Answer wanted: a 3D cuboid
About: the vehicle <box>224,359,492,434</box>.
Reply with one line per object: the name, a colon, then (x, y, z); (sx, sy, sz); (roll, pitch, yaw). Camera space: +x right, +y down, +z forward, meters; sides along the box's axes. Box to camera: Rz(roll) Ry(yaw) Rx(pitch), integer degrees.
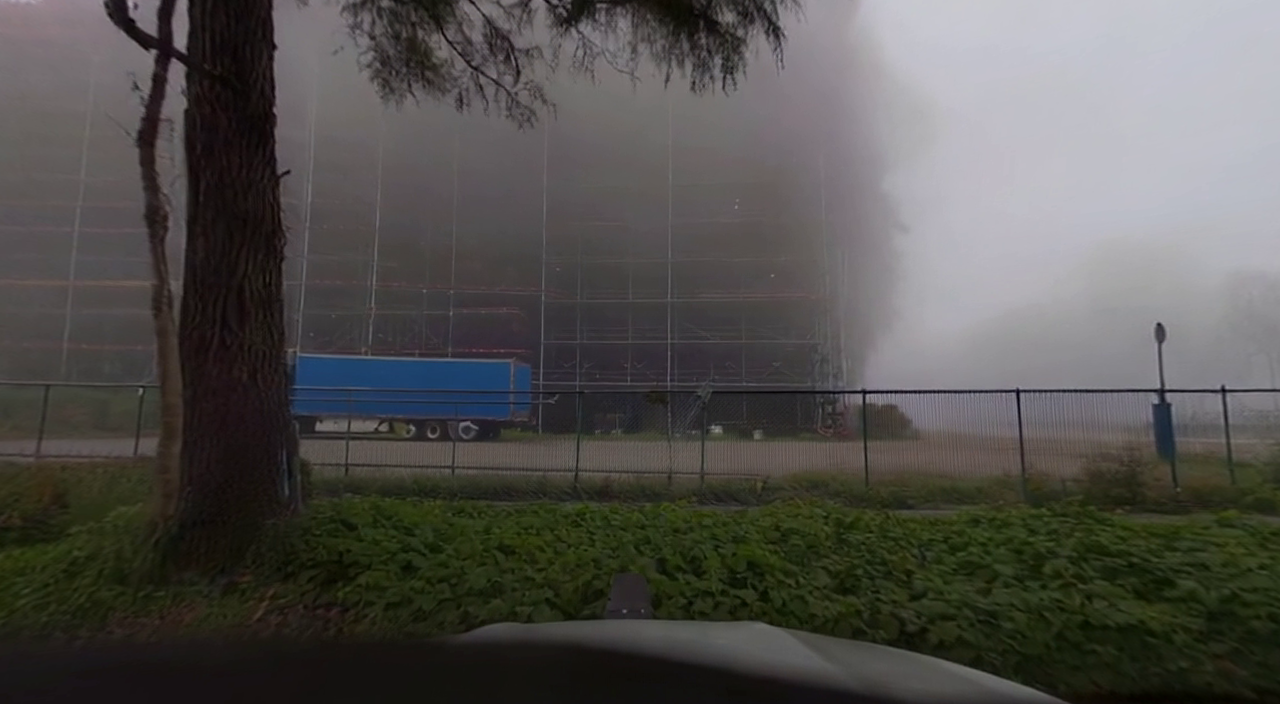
vehicle: (-16.190, 2.741, 37.243); (14.067, 4.099, 2.832); (1, -9, -5)
